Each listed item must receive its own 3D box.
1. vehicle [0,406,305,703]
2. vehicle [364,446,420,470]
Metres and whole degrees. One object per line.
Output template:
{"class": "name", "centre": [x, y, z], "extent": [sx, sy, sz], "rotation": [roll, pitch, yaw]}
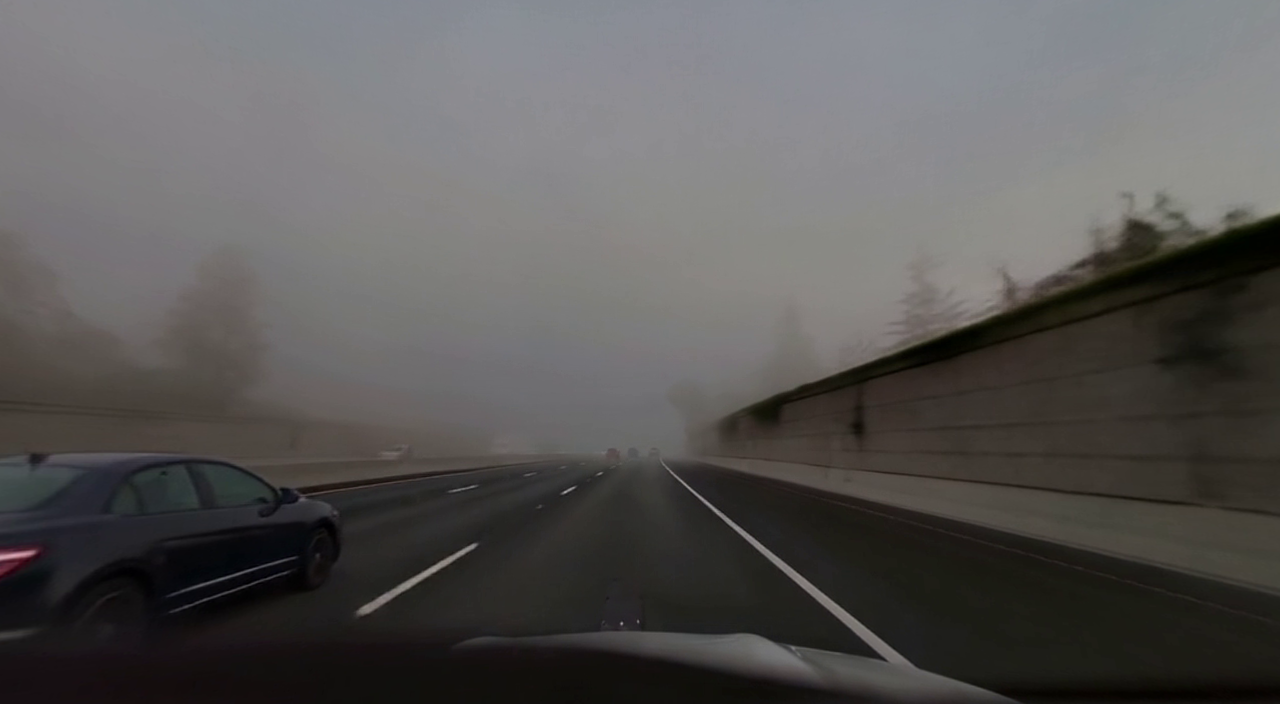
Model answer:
{"class": "vehicle", "centre": [-3.804, 1.115, 3.497], "extent": [1.991, 1.507, 3.391], "rotation": [0, -9, 0]}
{"class": "vehicle", "centre": [-17.456, 7.465, 44.620], "extent": [1.965, 1.552, 4.575], "rotation": [-1, -9, 2]}
